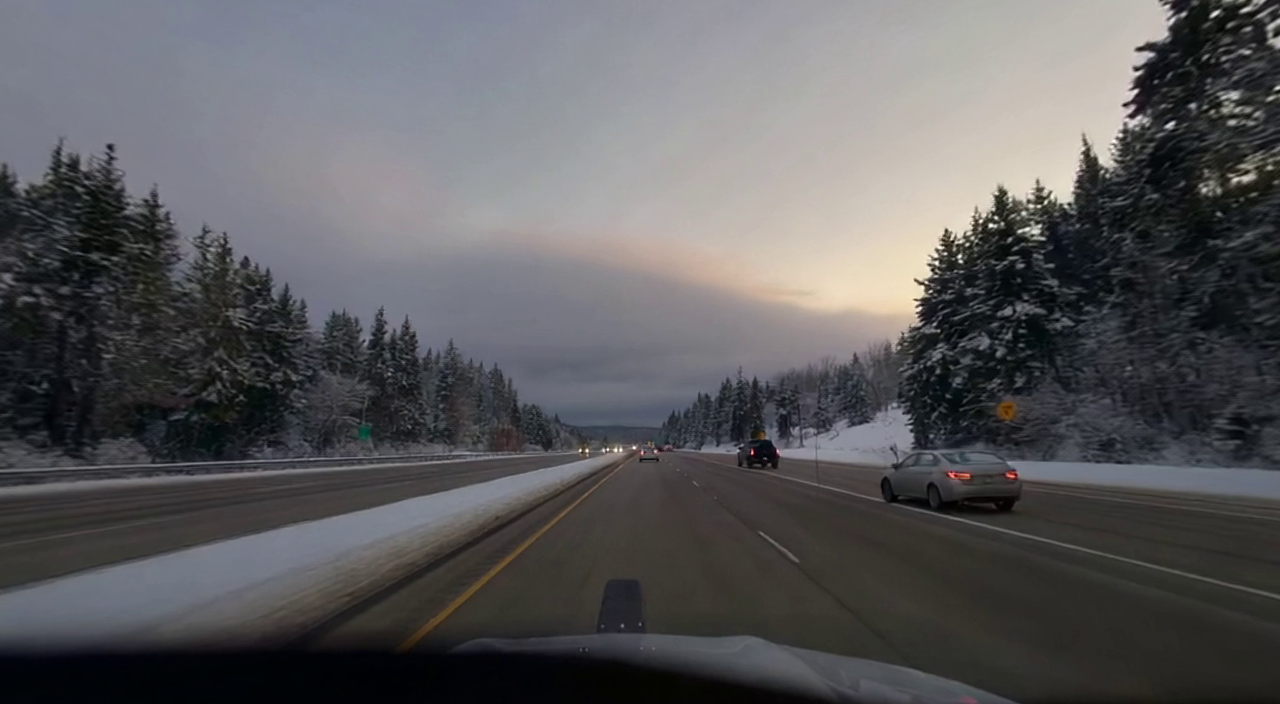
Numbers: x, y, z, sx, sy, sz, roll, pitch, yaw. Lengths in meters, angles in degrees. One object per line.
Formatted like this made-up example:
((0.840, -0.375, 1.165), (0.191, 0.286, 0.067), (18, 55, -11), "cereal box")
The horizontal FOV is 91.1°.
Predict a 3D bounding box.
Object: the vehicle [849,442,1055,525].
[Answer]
((6.394, 2.706, 13.656), (1.904, 1.453, 4.789), (0, -8, -2), "vehicle")

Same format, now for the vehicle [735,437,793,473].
((7.244, 6.064, 37.284), (2.206, 1.902, 5.460), (0, -8, -1), "vehicle")

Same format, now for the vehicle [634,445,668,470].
((0.656, 6.573, 39.424), (2.052, 1.472, 4.295), (0, -8, 0), "vehicle")
